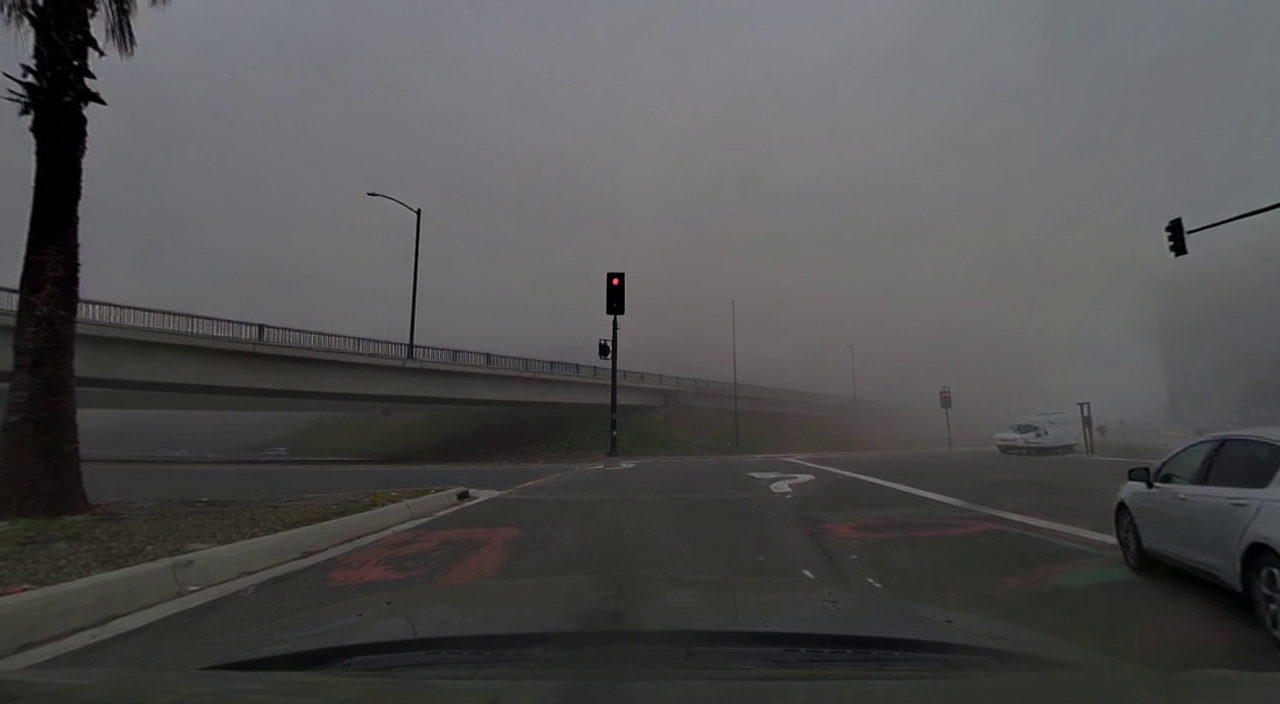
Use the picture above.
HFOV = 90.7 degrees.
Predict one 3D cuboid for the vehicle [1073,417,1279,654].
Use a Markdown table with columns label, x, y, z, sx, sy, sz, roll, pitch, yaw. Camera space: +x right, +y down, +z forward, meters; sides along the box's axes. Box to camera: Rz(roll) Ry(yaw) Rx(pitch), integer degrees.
| label | x | y | z | sx | sy | sz | roll | pitch | yaw |
| --- | --- | --- | --- | --- | --- | --- | --- | --- | --- |
| vehicle | 5.460 | 1.333 | 5.149 | 1.959 | 1.485 | 4.628 | -3 | -9 | 19 |
